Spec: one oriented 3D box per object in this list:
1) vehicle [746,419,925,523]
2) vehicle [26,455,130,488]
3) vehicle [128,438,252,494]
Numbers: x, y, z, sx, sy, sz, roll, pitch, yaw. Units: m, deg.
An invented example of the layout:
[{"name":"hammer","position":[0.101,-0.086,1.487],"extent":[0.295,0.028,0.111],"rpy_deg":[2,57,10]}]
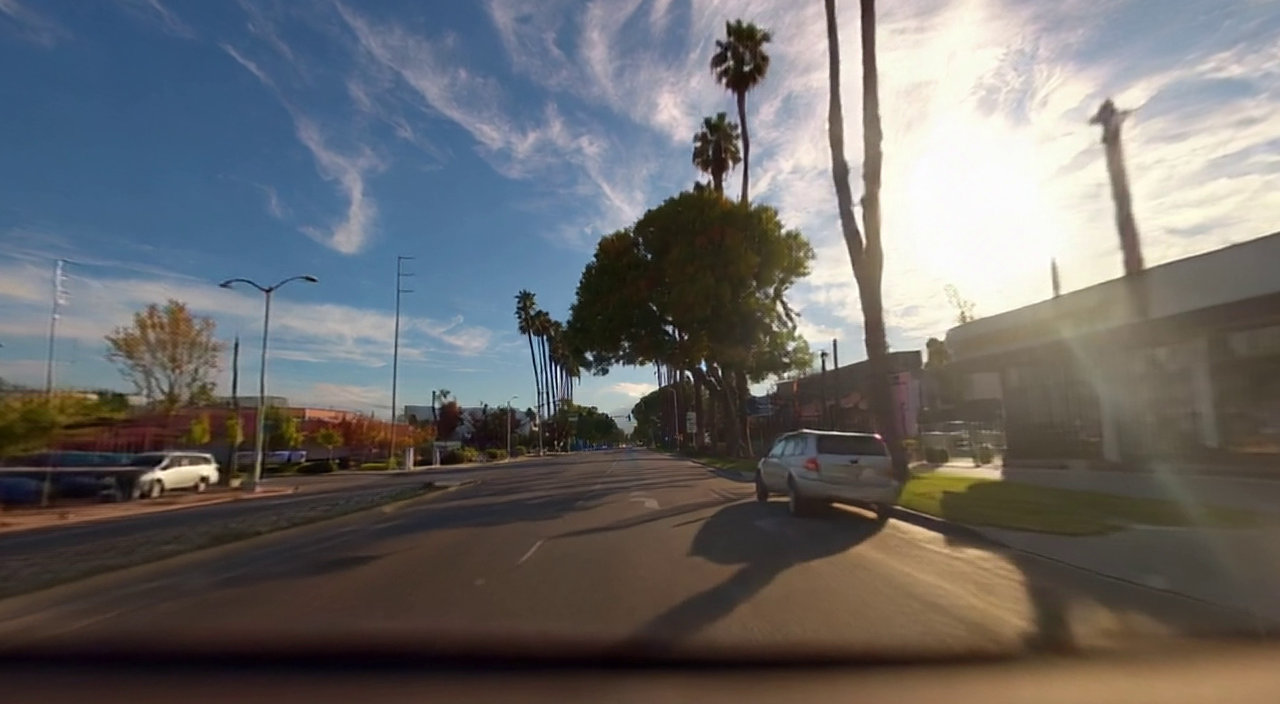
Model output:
[{"name":"vehicle","position":[3.701,2.350,12.981],"extent":[2.138,1.743,4.363],"rpy_deg":[0,-9,-2]},{"name":"vehicle","position":[-37.785,8.029,42.567],"extent":[4.828,1.948,2.094],"rpy_deg":[-1,-9,-3]},{"name":"vehicle","position":[-19.456,4.828,27.195],"extent":[6.167,2.125,2.526],"rpy_deg":[-7,-11,38]}]
